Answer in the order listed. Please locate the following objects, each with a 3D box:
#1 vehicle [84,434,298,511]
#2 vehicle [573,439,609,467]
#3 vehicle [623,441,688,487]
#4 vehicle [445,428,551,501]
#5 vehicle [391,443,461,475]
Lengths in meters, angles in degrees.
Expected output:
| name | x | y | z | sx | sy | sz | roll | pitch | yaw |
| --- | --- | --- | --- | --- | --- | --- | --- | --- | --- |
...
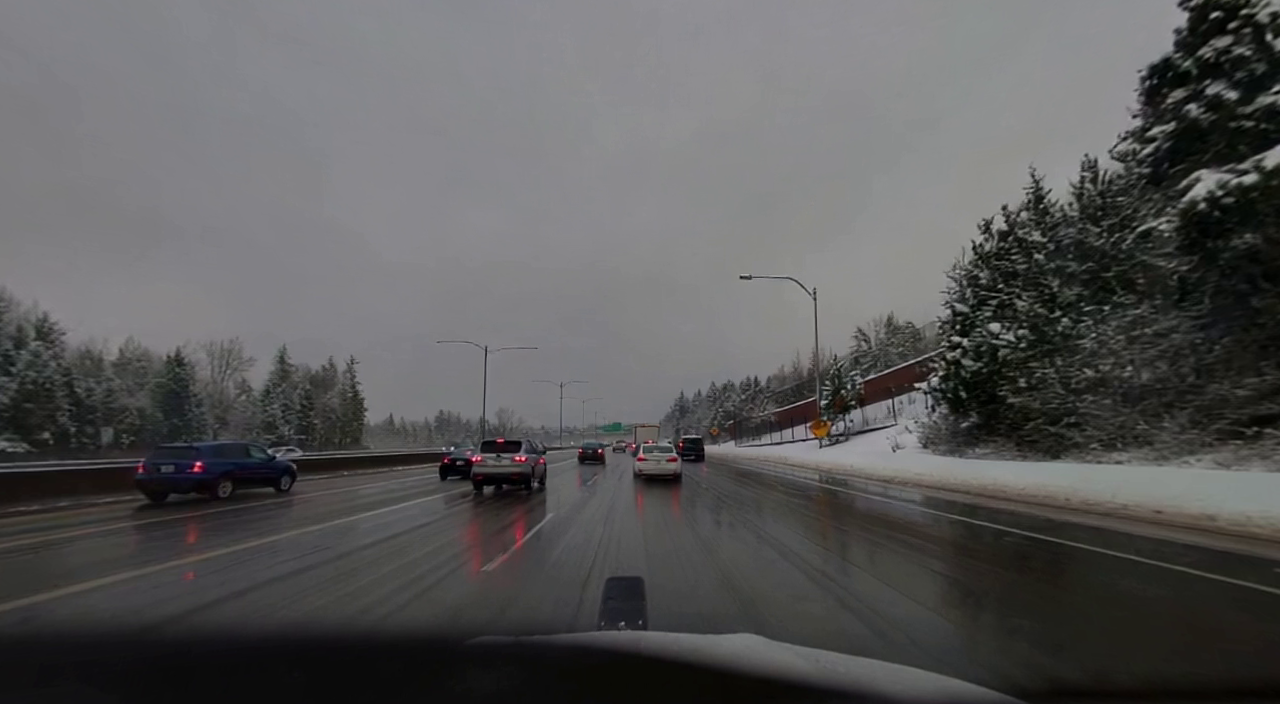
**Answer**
| name | x | y | z | sx | sy | sz | roll | pitch | yaw |
| --- | --- | --- | --- | --- | --- | --- | --- | --- | --- |
| vehicle | -10.587 | 2.844 | 15.383 | 1.941 | 1.602 | 4.277 | 0 | -8 | 2 |
| vehicle | -3.036 | 6.355 | 39.949 | 1.897 | 1.646 | 4.049 | 0 | -8 | 1 |
| vehicle | 0.499 | 3.819 | 21.912 | 2.054 | 1.421 | 4.090 | 0 | -8 | 1 |
| vehicle | -3.704 | 3.006 | 17.274 | 1.903 | 1.721 | 4.210 | 0 | -8 | 1 |
| vehicle | -10.683 | 5.341 | 31.881 | 1.902 | 1.478 | 4.505 | 0 | -8 | 1 |
